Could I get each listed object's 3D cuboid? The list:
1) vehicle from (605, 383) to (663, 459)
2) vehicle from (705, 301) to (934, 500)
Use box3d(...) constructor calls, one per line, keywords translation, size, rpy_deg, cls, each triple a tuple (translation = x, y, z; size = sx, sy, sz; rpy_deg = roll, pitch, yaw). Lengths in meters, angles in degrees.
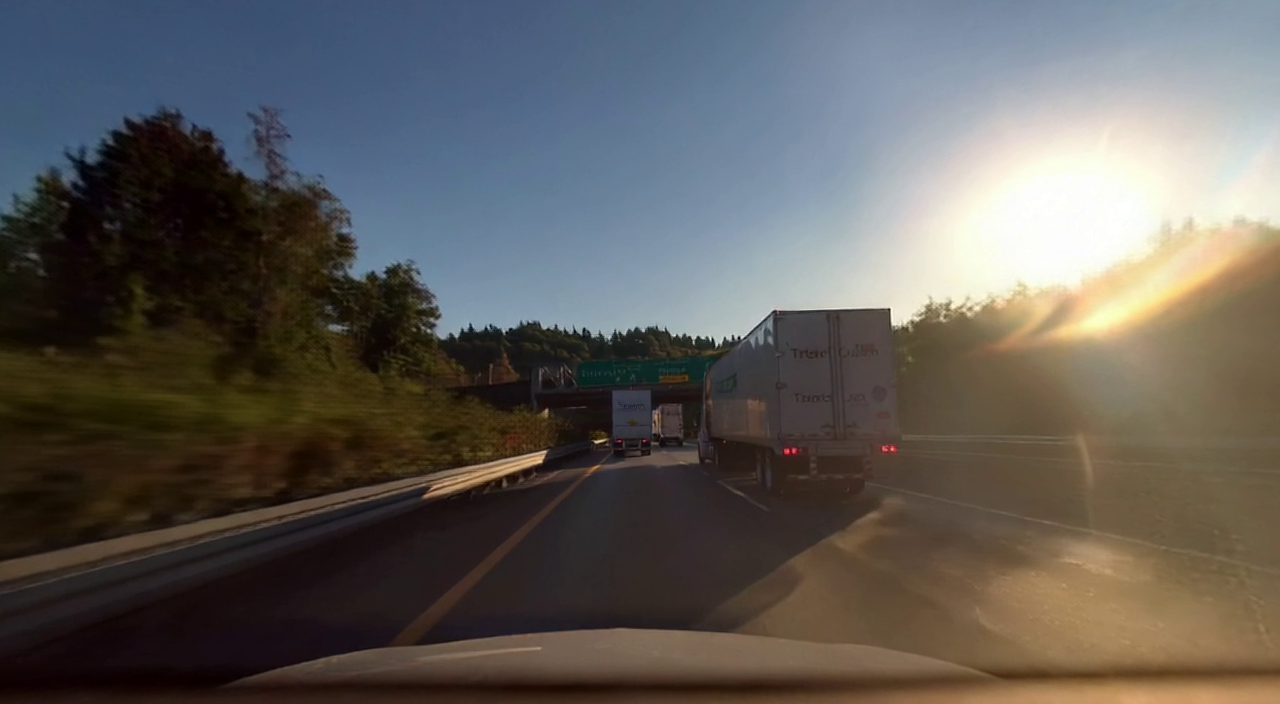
box3d(translation=(-0.447, 4.261, 37.687), size=(2.958, 3.917, 10.196), rpy_deg=(0, -8, -1), cls="vehicle")
box3d(translation=(4.444, 1.930, 20.355), size=(2.856, 4.145, 14.500), rpy_deg=(0, -8, -1), cls="vehicle")
